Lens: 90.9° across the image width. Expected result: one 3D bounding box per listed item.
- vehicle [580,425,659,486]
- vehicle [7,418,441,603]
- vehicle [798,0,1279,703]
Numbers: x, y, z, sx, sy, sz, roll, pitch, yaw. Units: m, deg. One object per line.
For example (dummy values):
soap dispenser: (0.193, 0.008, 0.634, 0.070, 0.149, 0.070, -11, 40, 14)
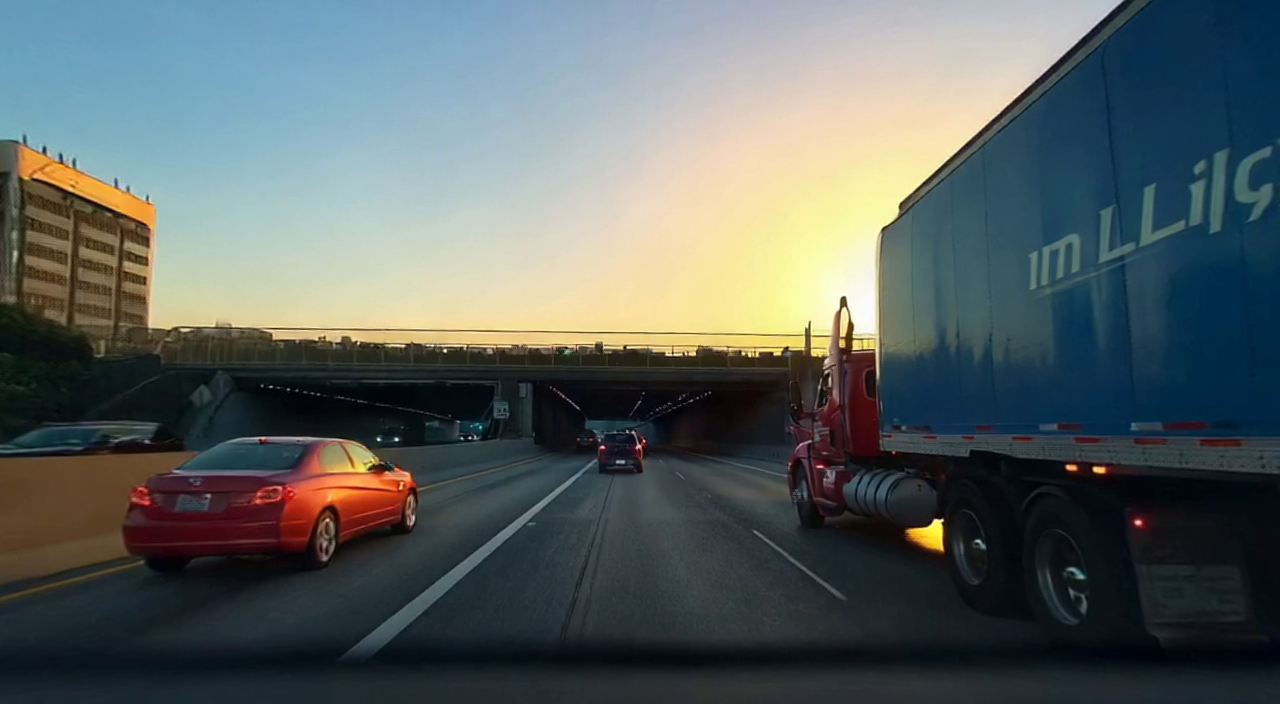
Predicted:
vehicle: (-0.580, 2.987, 18.571, 2.094, 1.600, 3.666, 0, -8, -1)
vehicle: (-3.968, 1.544, 7.181, 2.019, 1.435, 4.317, 0, -8, 0)
vehicle: (4.029, -0.288, 2.894, 2.842, 4.108, 14.081, 0, -8, -1)
